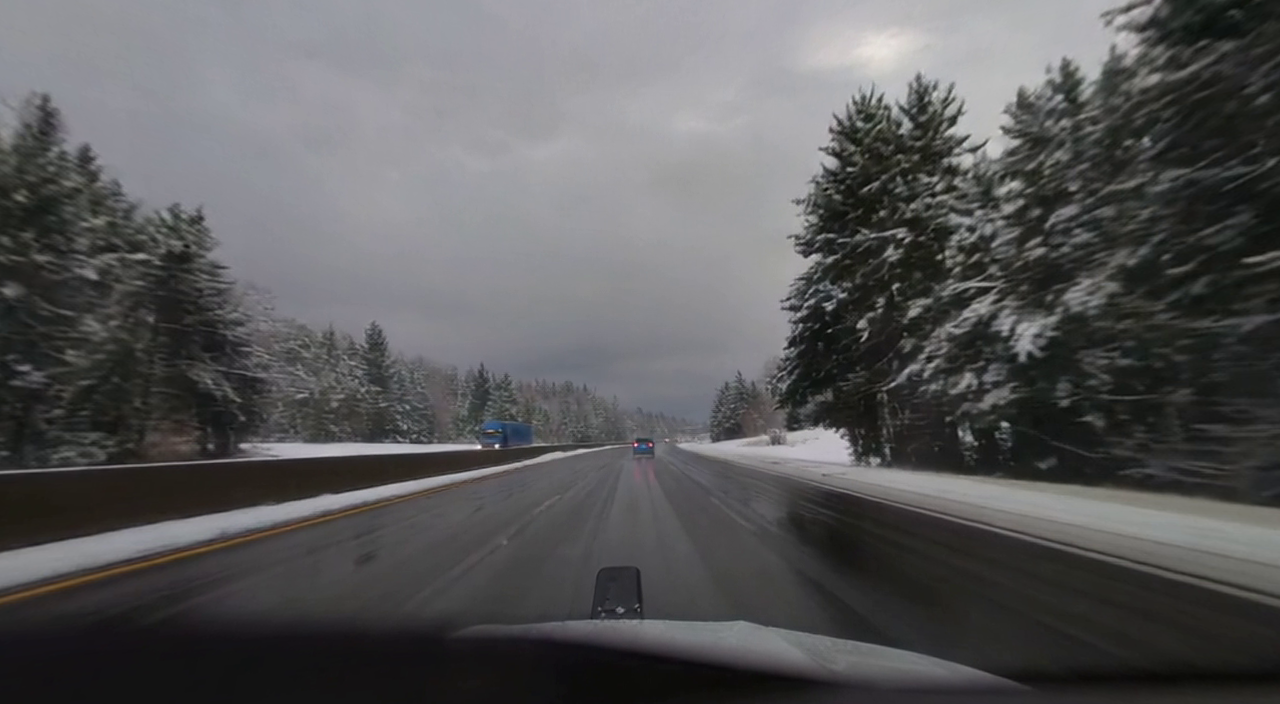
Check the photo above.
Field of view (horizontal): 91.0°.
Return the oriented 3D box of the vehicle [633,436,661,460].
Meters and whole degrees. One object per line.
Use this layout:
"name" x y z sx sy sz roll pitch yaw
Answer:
"vehicle" 0.499 7.211 47.379 2.058 1.649 3.942 0 -8 0
